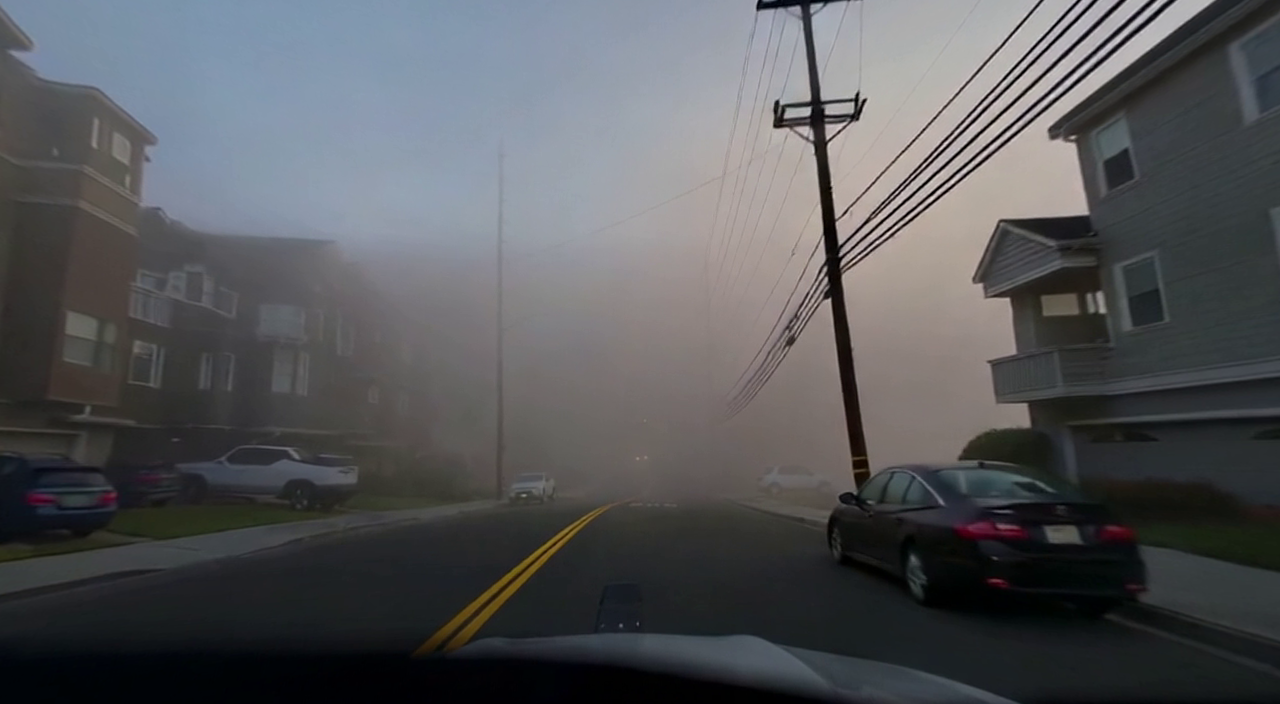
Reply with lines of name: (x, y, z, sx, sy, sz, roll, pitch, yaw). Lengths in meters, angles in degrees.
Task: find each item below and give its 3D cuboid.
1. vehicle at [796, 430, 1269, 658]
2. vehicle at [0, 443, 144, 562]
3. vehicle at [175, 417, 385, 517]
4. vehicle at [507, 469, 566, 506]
vehicle: (3.190, 1.692, 6.468, 1.945, 1.500, 4.363, 0, -11, -1)
vehicle: (-11.415, 2.585, 11.518, 4.526, 1.806, 2.043, -5, -9, 31)
vehicle: (-12.115, 4.019, 21.615, 5.503, 2.906, 2.584, -3, -15, 1)
vehicle: (-5.477, 7.281, 33.909, 2.156, 1.764, 4.410, -3, -12, 4)
